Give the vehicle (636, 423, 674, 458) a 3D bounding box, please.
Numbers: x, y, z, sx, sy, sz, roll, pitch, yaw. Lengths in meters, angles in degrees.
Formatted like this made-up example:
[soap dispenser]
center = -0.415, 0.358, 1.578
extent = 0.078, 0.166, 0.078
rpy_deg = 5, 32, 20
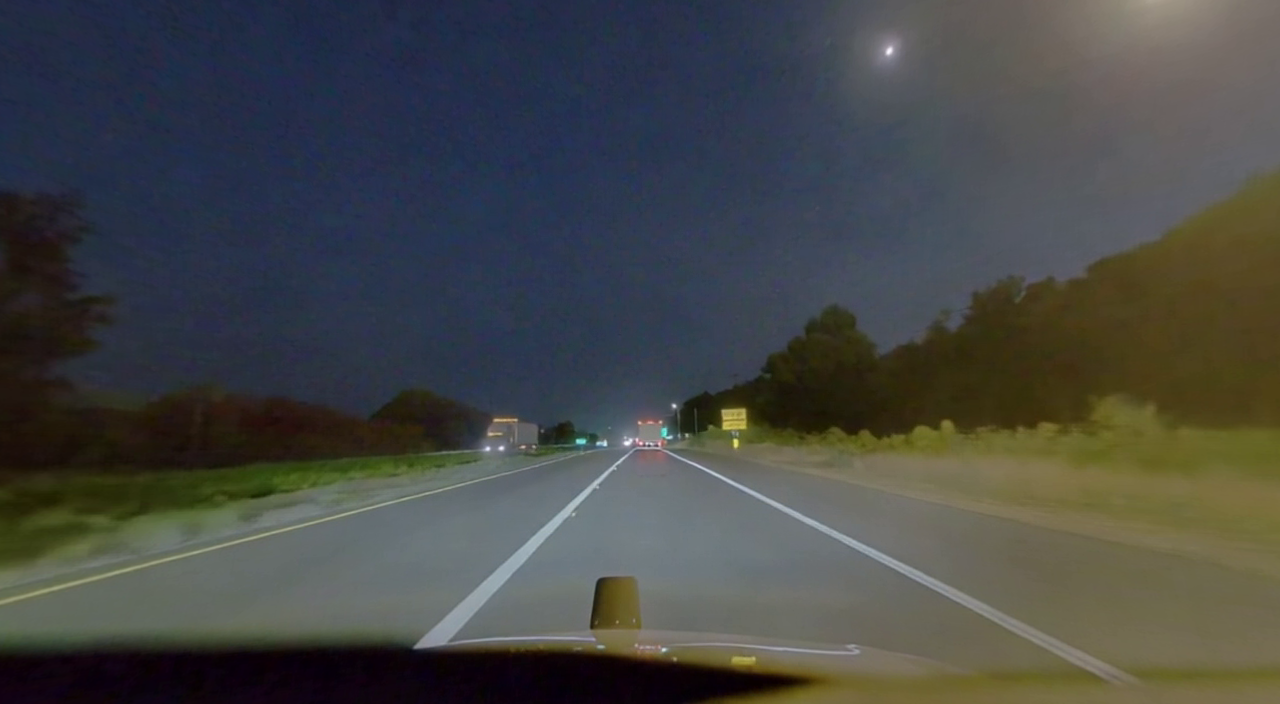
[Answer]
[vehicle]
center = 0.965, 6.376, 45.689
extent = 2.495, 2.327, 5.800
rpy_deg = 0, -8, -1
